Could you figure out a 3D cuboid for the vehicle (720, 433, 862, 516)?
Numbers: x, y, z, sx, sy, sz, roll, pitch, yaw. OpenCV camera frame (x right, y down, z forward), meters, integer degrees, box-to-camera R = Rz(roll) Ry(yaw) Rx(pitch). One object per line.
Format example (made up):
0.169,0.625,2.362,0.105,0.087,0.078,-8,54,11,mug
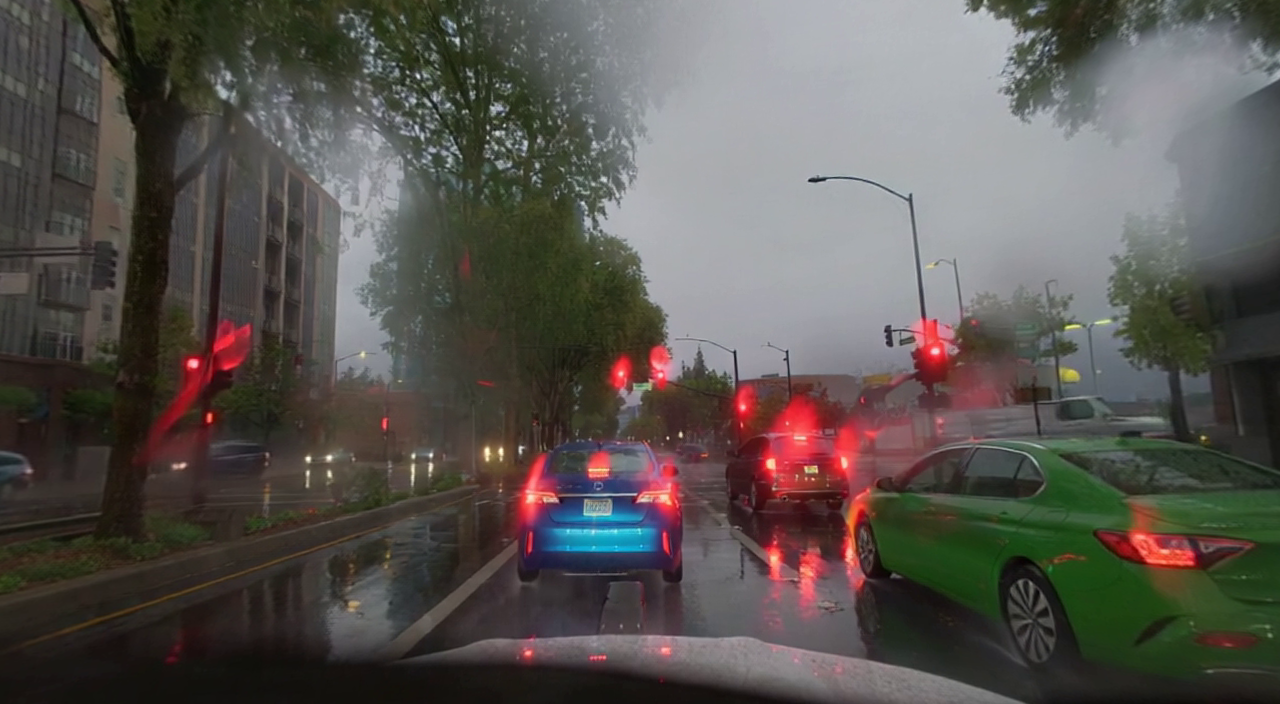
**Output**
3.162,2.664,14.314,2.026,1.549,4.559,0,-8,-1,vehicle

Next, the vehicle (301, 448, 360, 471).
-21.978,7.644,45.032,1.863,1.496,4.389,0,-8,1,vehicle

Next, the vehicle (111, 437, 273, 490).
-17.941,4.477,25.843,2.308,1.903,5.813,0,-8,0,vehicle

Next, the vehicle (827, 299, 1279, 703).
3.581,1.107,5.054,2.572,1.945,5.065,0,-8,0,vehicle

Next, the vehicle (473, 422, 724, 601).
-0.373,1.652,7.407,2.143,1.520,3.848,0,-8,-1,vehicle
